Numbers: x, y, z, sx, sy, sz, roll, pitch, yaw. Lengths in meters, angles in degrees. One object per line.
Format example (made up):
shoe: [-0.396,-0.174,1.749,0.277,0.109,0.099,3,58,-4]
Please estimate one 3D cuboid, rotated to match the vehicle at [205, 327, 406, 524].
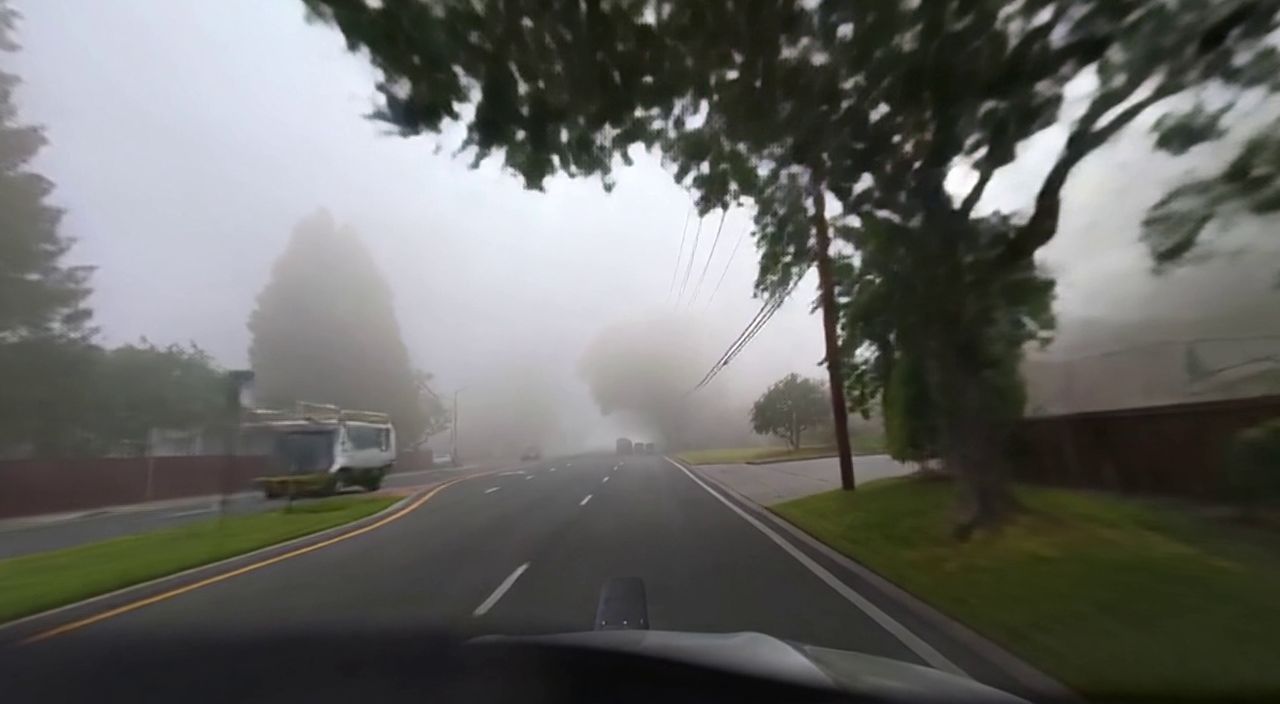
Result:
vehicle: [-6.957,1.586,13.659,2.365,3.642,3.374,-3,-7,2]
